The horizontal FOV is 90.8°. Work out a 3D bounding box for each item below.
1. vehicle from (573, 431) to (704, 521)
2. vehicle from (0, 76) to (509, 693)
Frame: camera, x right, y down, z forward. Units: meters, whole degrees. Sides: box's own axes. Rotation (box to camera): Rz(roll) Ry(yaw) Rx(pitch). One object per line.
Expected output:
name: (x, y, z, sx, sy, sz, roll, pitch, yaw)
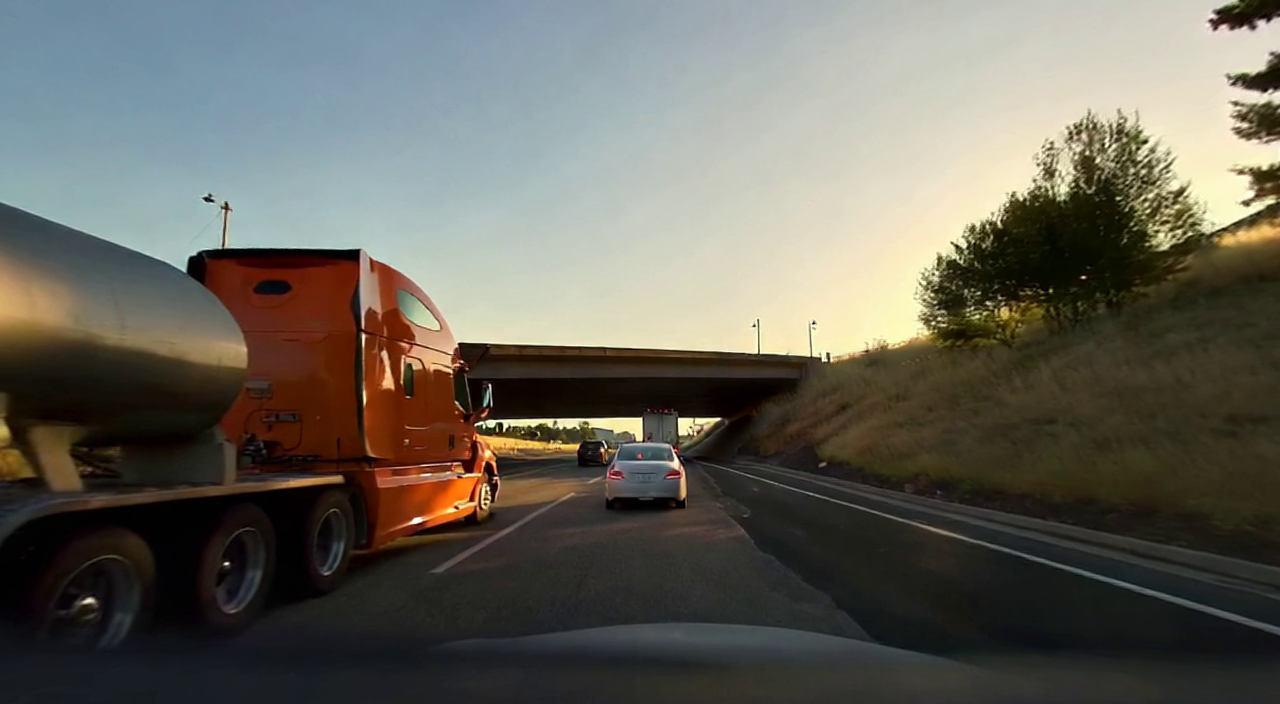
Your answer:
vehicle: (-0.035, 2.421, 12.842, 2.215, 1.481, 4.246, 0, -9, 0)
vehicle: (-4.093, 0.687, 7.752, 3.019, 3.584, 8.205, -1, -9, 1)
